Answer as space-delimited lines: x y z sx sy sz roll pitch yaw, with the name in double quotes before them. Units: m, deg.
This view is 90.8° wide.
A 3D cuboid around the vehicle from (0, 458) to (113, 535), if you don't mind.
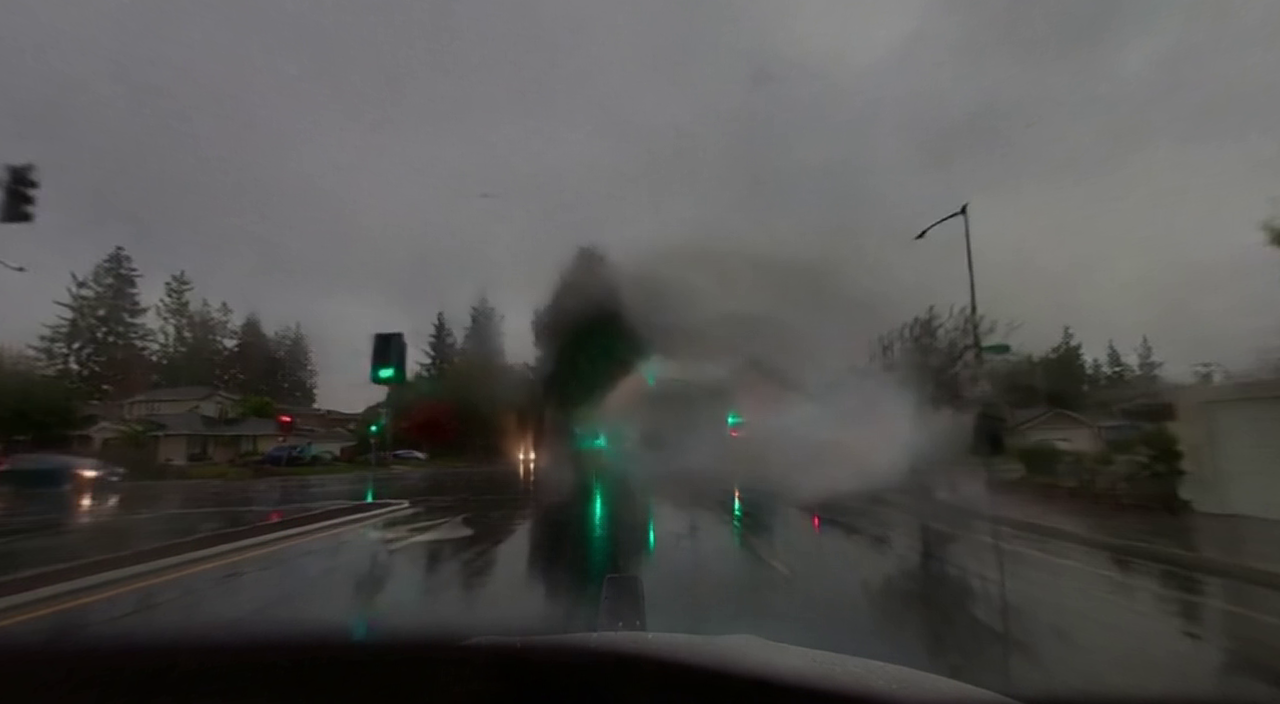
"vehicle" -14.631 3.251 14.662 2.018 1.500 4.433 2 -9 -17
